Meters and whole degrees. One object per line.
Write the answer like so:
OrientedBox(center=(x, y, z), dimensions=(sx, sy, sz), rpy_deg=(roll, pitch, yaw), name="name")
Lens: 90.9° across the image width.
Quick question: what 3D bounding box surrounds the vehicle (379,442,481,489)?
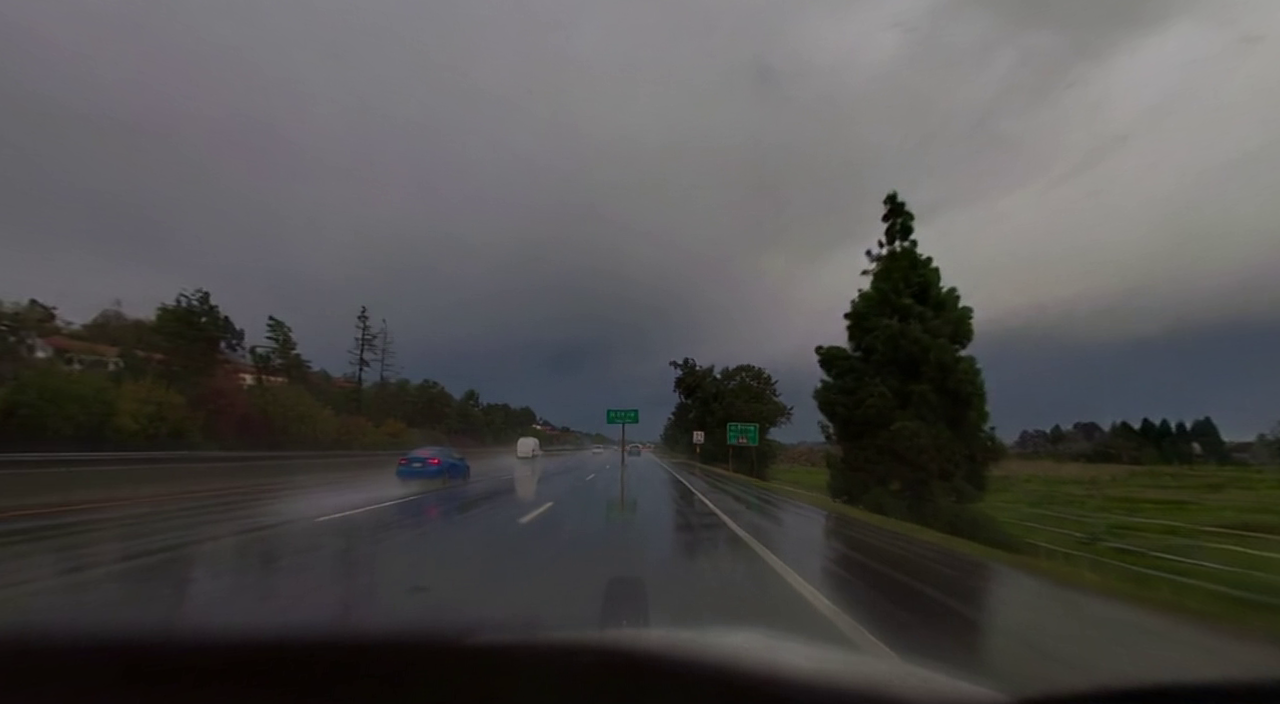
OrientedBox(center=(-7.348, 4.010, 22.681), dimensions=(1.981, 1.486, 4.735), rpy_deg=(0, -8, 1), name="vehicle")
